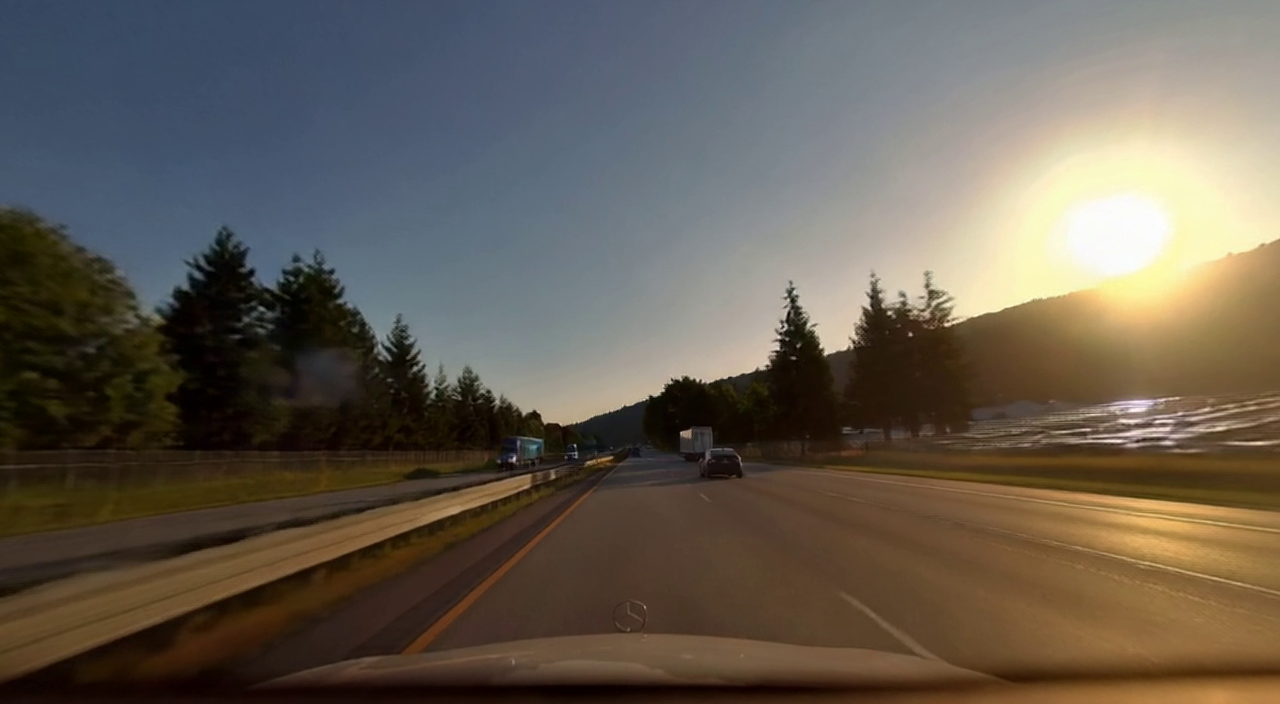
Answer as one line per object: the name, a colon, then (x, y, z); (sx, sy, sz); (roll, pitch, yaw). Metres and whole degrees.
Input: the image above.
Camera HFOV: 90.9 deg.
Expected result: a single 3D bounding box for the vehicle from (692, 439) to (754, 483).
vehicle: (3.561, 4.791, 27.917); (2.093, 1.742, 4.167); (0, -9, -1)
